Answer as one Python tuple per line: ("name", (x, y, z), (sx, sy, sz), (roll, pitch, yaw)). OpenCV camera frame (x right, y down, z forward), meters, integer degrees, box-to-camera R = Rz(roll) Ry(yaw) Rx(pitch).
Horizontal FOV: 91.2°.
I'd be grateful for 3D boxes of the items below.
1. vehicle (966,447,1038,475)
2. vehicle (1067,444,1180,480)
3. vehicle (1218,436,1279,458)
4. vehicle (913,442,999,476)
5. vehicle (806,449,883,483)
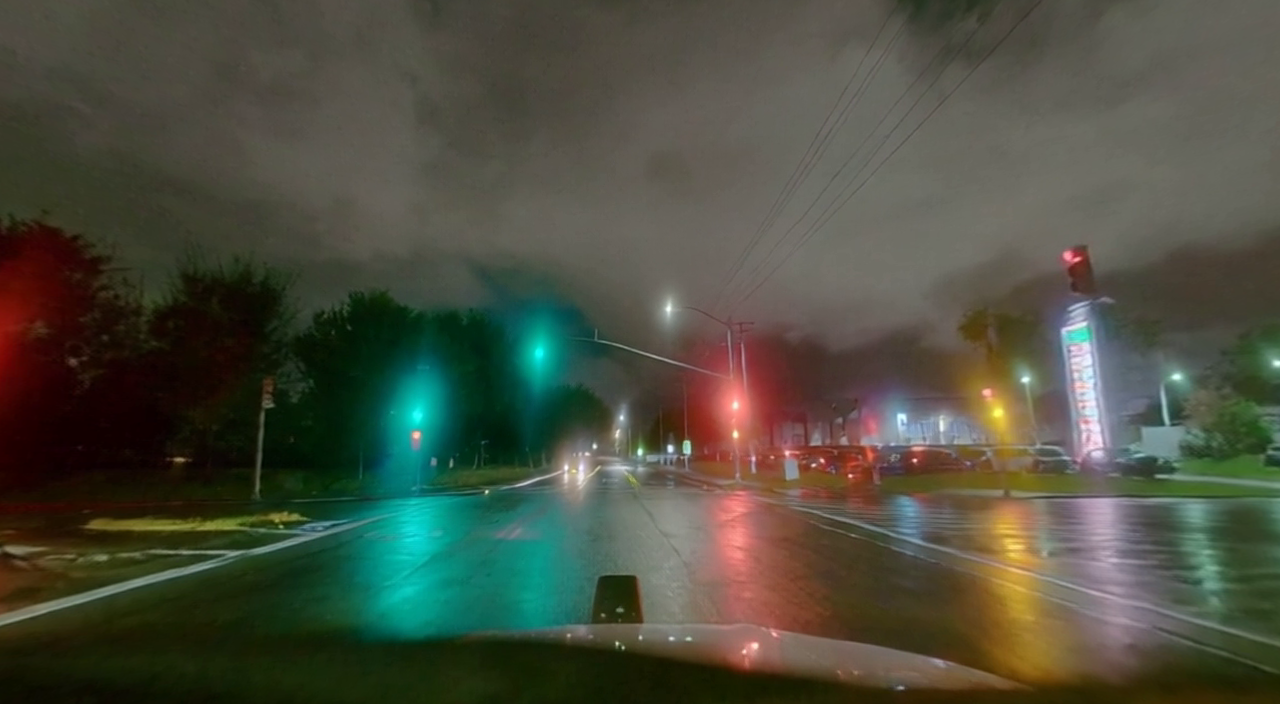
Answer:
("vehicle", (20.609, 6.186, 35.867), (1.923, 1.463, 3.758), (0, -8, 2))
("vehicle", (20.023, 4.552, 26.151), (1.851, 1.388, 3.475), (0, -9, 0))
("vehicle", (42.301, 6.603, 43.331), (1.472, 1.397, 3.253), (-1, -9, 1))
("vehicle", (15.809, 5.293, 31.317), (4.522, 1.546, 1.941), (6, -11, -37))
("vehicle", (10.083, 5.555, 30.745), (1.955, 1.508, 4.295), (-8, -12, 41))
